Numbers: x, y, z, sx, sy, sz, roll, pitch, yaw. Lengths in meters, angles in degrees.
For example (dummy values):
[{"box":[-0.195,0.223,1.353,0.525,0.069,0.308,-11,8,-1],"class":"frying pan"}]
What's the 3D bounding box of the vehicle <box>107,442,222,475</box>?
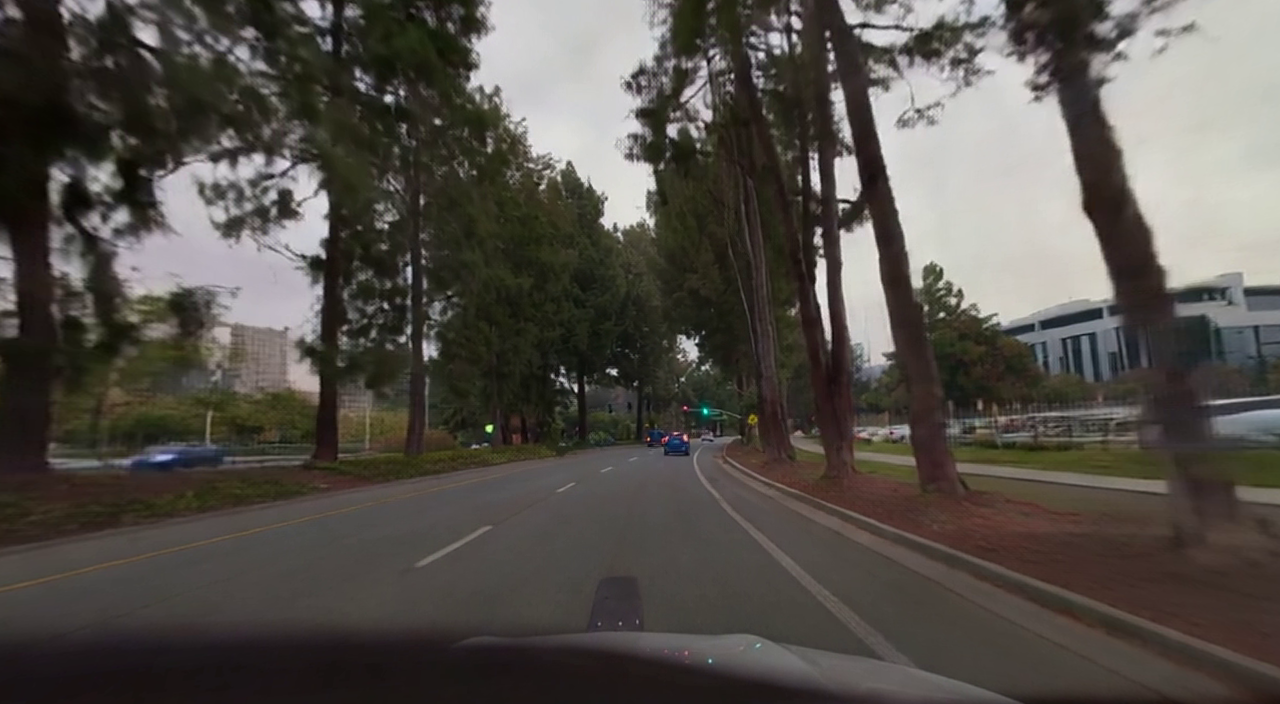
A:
[{"box":[-23.138,5.172,31.010,1.821,1.451,4.669,-1,-8,4],"class":"vehicle"}]
